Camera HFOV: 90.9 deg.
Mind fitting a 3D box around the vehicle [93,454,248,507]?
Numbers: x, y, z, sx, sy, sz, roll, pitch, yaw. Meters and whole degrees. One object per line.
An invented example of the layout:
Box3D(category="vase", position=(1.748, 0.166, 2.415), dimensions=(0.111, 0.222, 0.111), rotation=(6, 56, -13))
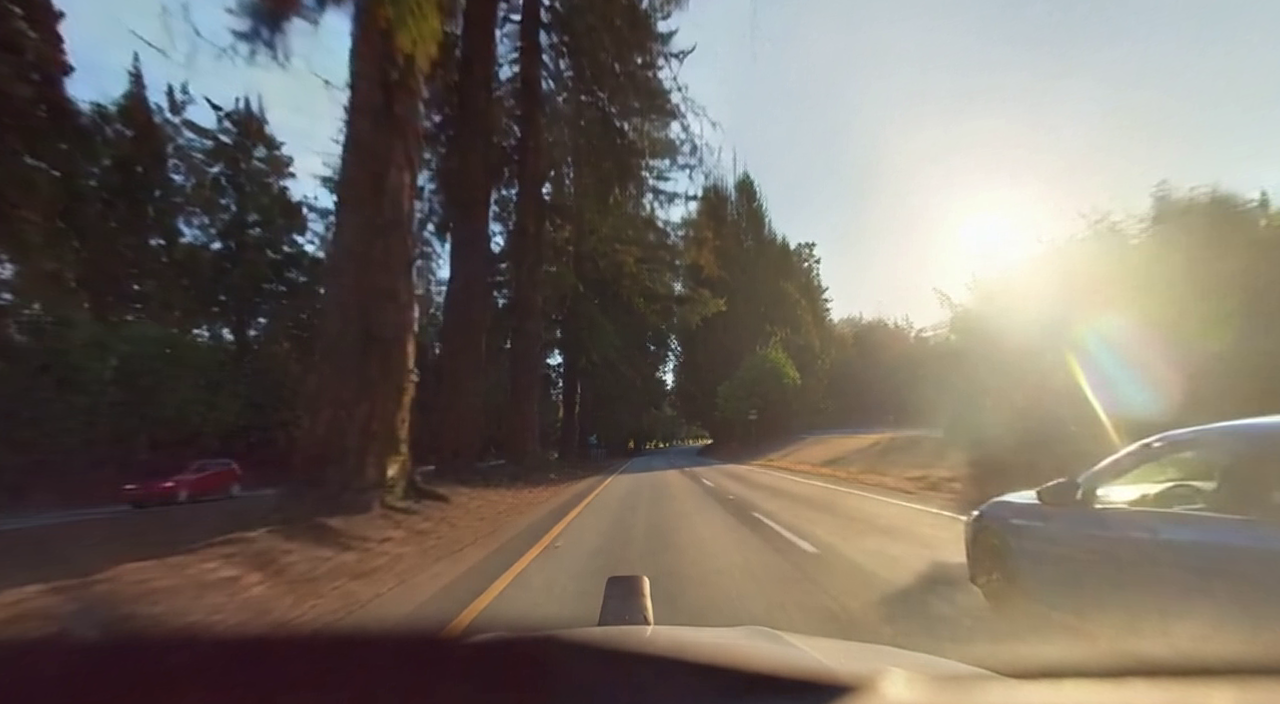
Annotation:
Box3D(category="vehicle", position=(-16.090, 4.399, 21.952), dimensions=(1.893, 1.571, 4.390), rotation=(0, -9, 2))

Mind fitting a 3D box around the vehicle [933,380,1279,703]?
Box3D(category="vehicle", position=(3.383, 0.907, 2.617), dimensions=(2.061, 1.503, 4.823), rotation=(0, -9, 1))
